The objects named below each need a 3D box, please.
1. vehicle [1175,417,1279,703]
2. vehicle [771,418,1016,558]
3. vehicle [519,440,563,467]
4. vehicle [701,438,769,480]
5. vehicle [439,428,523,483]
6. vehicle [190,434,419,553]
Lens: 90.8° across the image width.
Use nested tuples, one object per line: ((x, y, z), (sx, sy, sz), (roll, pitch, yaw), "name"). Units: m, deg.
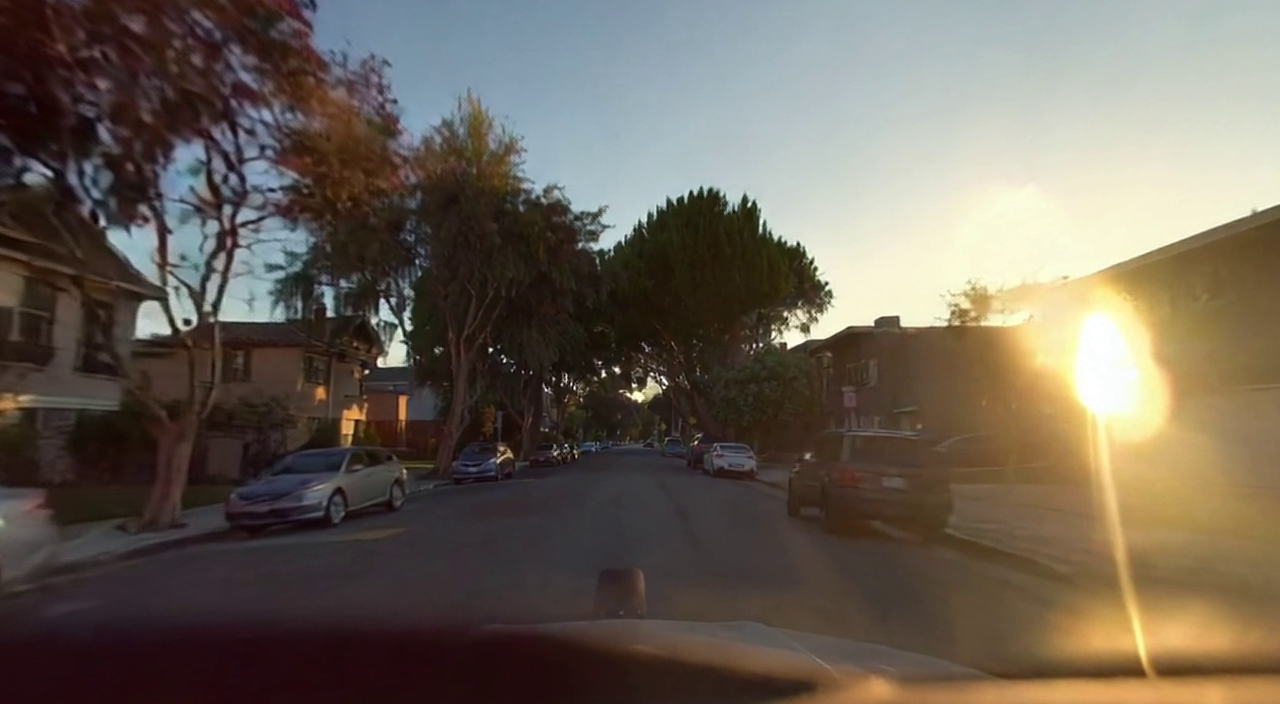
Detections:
((3.487, 0.727, 0.608), (1.881, 1.482, 4.531), (0, -8, -2), "vehicle")
((3.476, 1.944, 9.780), (1.950, 1.647, 4.425), (0, -8, 0), "vehicle")
((-5.871, 6.077, 37.939), (1.998, 1.485, 4.476), (0, -8, -1), "vehicle")
((3.643, 4.175, 24.990), (1.968, 1.505, 4.368), (0, -8, -1), "vehicle")
((-6.000, 3.986, 24.443), (2.106, 1.760, 4.573), (-4, -9, -2), "vehicle")
((-5.888, 2.429, 11.807), (1.901, 1.475, 4.425), (-5, -5, -1), "vehicle")
